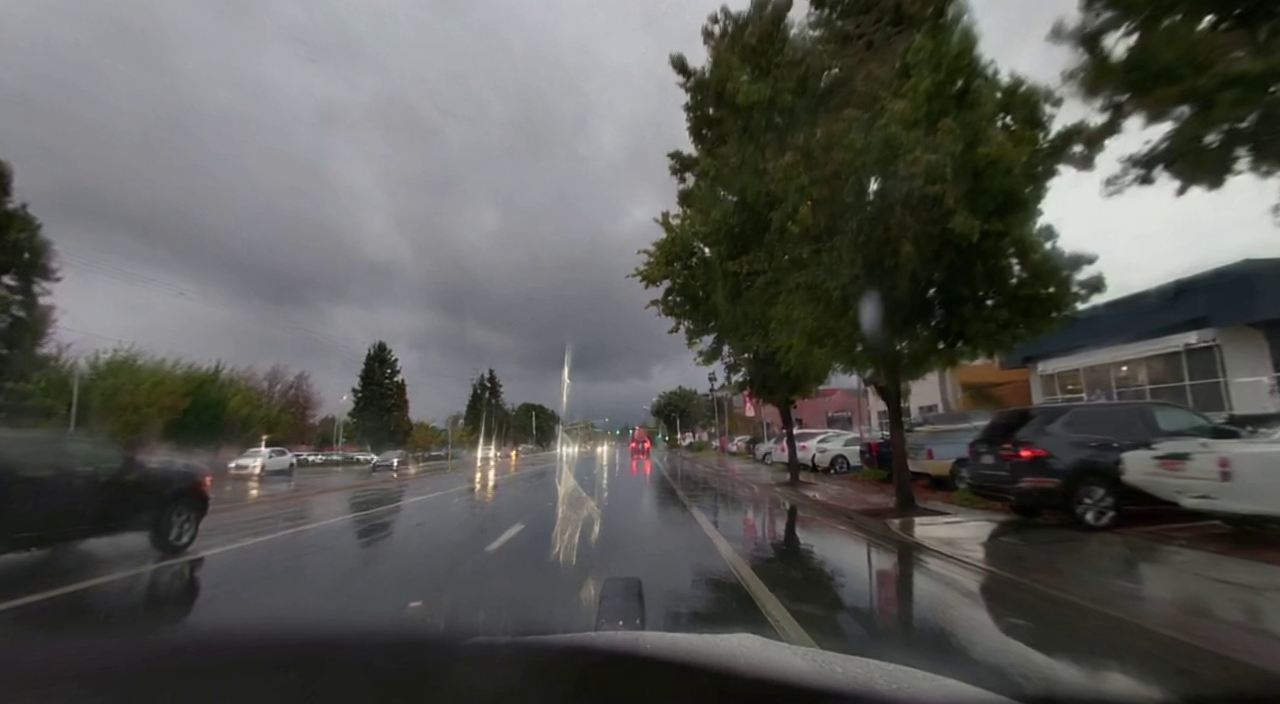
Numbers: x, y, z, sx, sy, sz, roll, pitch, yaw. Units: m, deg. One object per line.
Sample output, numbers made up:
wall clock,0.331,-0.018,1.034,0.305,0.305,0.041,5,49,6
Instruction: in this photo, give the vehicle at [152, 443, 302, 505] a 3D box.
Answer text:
vehicle,-11.765,3.450,18.406,1.879,1.547,4.354,1,-9,-8

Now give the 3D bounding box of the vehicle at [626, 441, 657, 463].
vehicle,0.039,6.992,44.152,2.061,1.469,3.954,0,-8,-1

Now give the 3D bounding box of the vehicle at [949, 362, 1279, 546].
vehicle,7.156,1.344,8.527,4.770,2.124,2.207,-1,-9,5

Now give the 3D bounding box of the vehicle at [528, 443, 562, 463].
vehicle,-7.245,7.745,48.539,2.011,1.483,4.596,0,-8,-1

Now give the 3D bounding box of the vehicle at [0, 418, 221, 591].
vehicle,-7.198,1.586,6.865,2.038,1.649,4.665,0,-8,0
